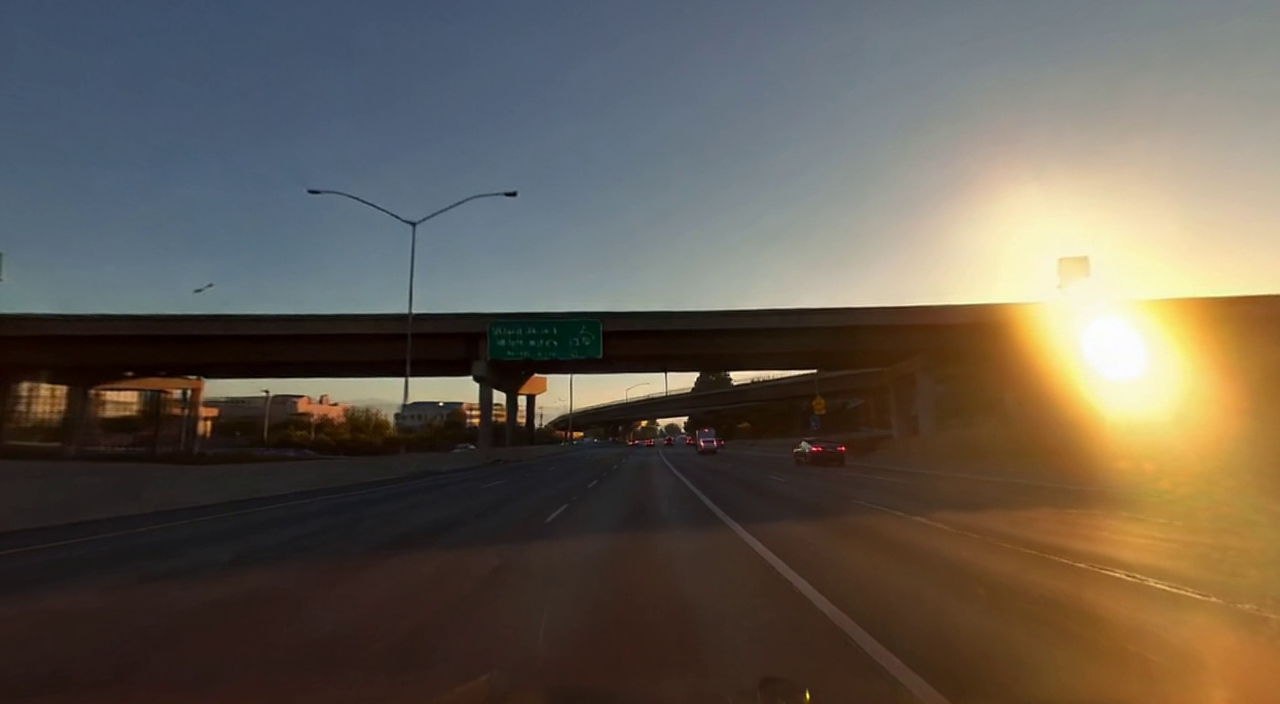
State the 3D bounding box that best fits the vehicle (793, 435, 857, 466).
[{"bbox_3d":[9.879,5.312,34.058,2.000,1.514,4.585,0,-8,-1],"label":"vehicle"}]
